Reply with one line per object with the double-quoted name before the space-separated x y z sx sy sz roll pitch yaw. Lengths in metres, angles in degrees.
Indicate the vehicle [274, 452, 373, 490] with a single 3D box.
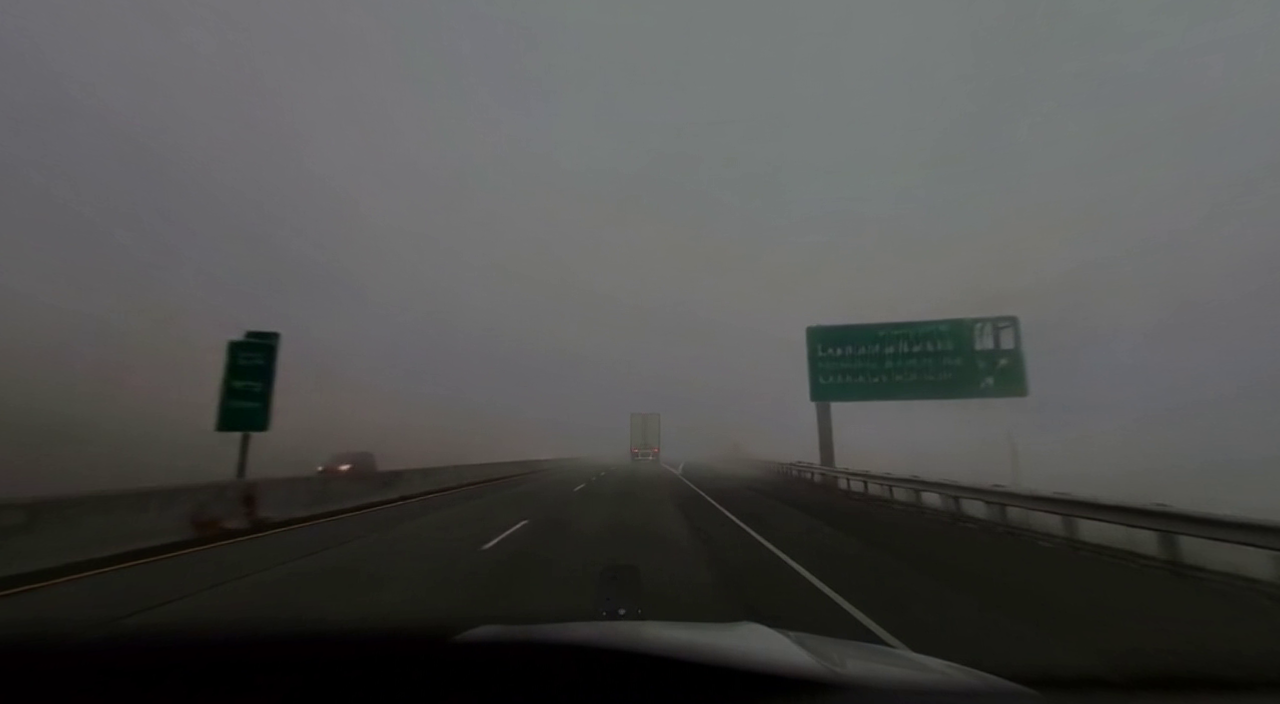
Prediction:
"vehicle" -13.382 5.042 27.051 1.893 1.421 4.469 0 -9 1
